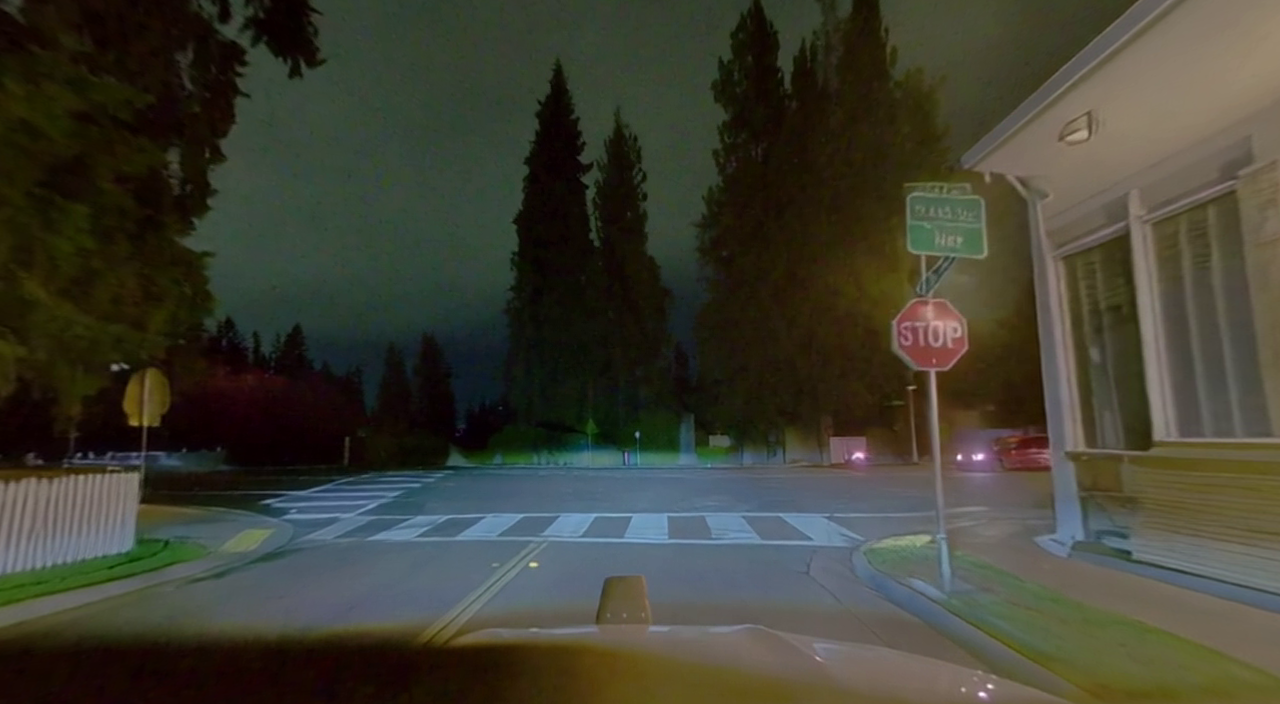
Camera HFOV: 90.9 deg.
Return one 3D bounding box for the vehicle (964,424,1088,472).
[{"bbox_3d":[18.855,4.729,31.023,2.395,2.164,4.475,5,-10,-28],"label":"vehicle"}]
